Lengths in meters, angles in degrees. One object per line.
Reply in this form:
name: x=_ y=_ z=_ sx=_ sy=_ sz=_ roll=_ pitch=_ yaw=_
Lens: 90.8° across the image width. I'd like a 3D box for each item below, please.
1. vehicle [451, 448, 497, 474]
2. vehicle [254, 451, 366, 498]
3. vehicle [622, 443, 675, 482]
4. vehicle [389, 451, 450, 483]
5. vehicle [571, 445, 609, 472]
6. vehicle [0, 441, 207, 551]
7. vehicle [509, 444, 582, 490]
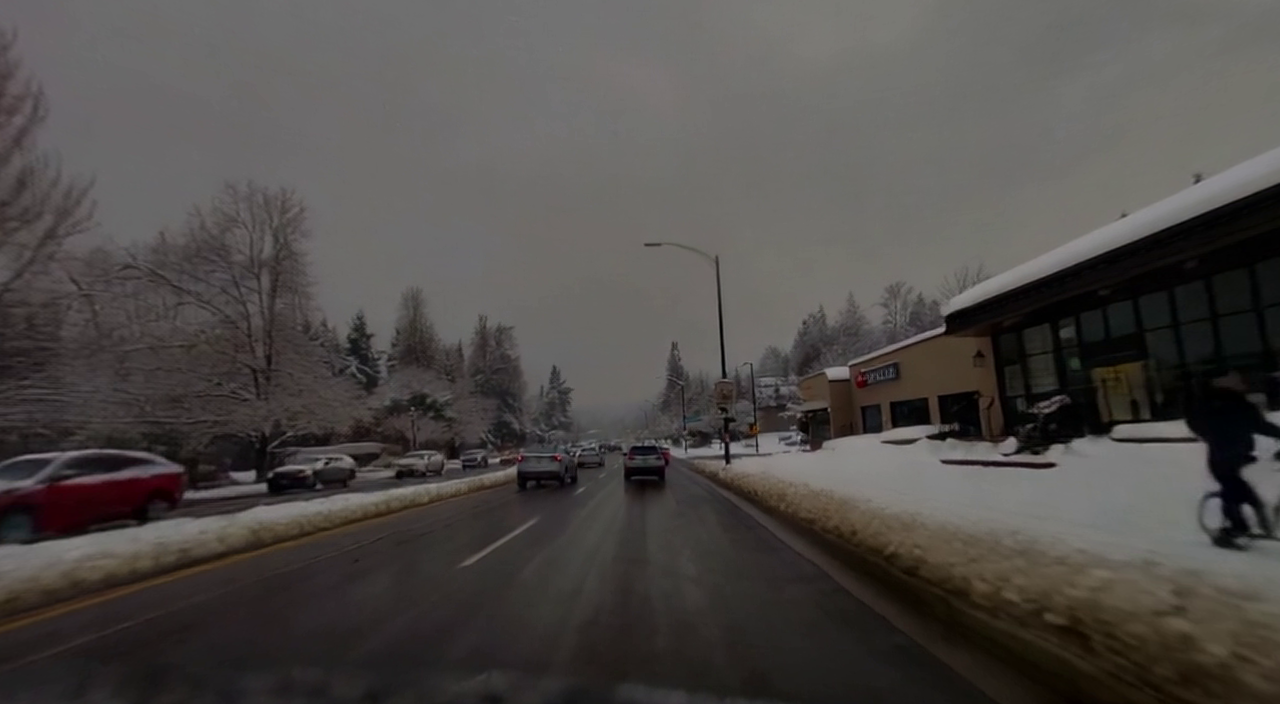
vehicle: x=-12.301 y=8.102 z=47.122 sx=1.999 sy=1.755 sz=4.518 roll=-1 pitch=-9 yaw=3
vehicle: x=-13.946 y=5.175 z=27.102 sx=2.050 sy=1.786 sz=4.633 roll=-1 pitch=-9 yaw=3
vehicle: x=0.281 y=4.670 z=26.853 sx=2.085 sy=1.475 sz=3.976 roll=0 pitch=-9 yaw=-2
vehicle: x=-12.808 y=6.668 z=36.986 sx=1.936 sy=1.656 sz=4.284 roll=-2 pitch=-9 yaw=2
vehicle: x=-2.983 y=6.483 z=38.587 sx=1.887 sy=1.517 sz=4.254 roll=-1 pitch=-9 yaw=2
vehicle: x=-10.914 y=2.570 z=11.887 sx=2.175 sy=1.684 sz=4.475 roll=-1 pitch=-9 yaw=3
vehicle: x=-3.289 y=4.083 z=22.771 sx=1.921 sy=1.477 sz=4.083 roll=-1 pitch=-9 yaw=1
